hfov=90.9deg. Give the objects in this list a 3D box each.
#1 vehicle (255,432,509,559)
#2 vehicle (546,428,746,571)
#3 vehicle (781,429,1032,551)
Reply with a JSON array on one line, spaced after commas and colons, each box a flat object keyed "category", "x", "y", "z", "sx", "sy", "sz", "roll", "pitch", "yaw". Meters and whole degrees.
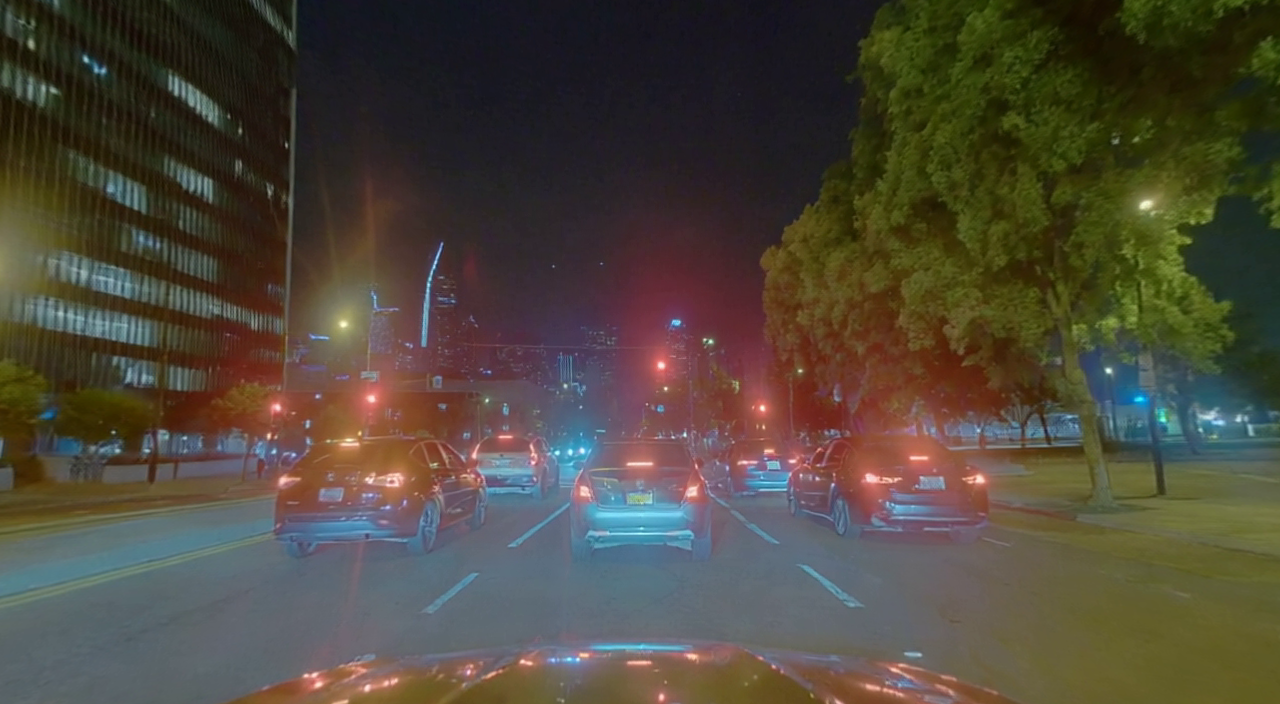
[{"category": "vehicle", "x": -3.465, "y": 1.990, "z": 9.499, "sx": 2.002, "sy": 1.465, "sz": 4.098, "roll": 0, "pitch": -8, "yaw": 1}, {"category": "vehicle", "x": 0.045, "y": 1.848, "z": 8.679, "sx": 2.101, "sy": 1.480, "sz": 3.929, "roll": 0, "pitch": -8, "yaw": 0}, {"category": "vehicle", "x": 3.788, "y": 2.029, "z": 10.032, "sx": 1.990, "sy": 1.486, "sz": 4.431, "roll": 0, "pitch": -8, "yaw": -1}]
